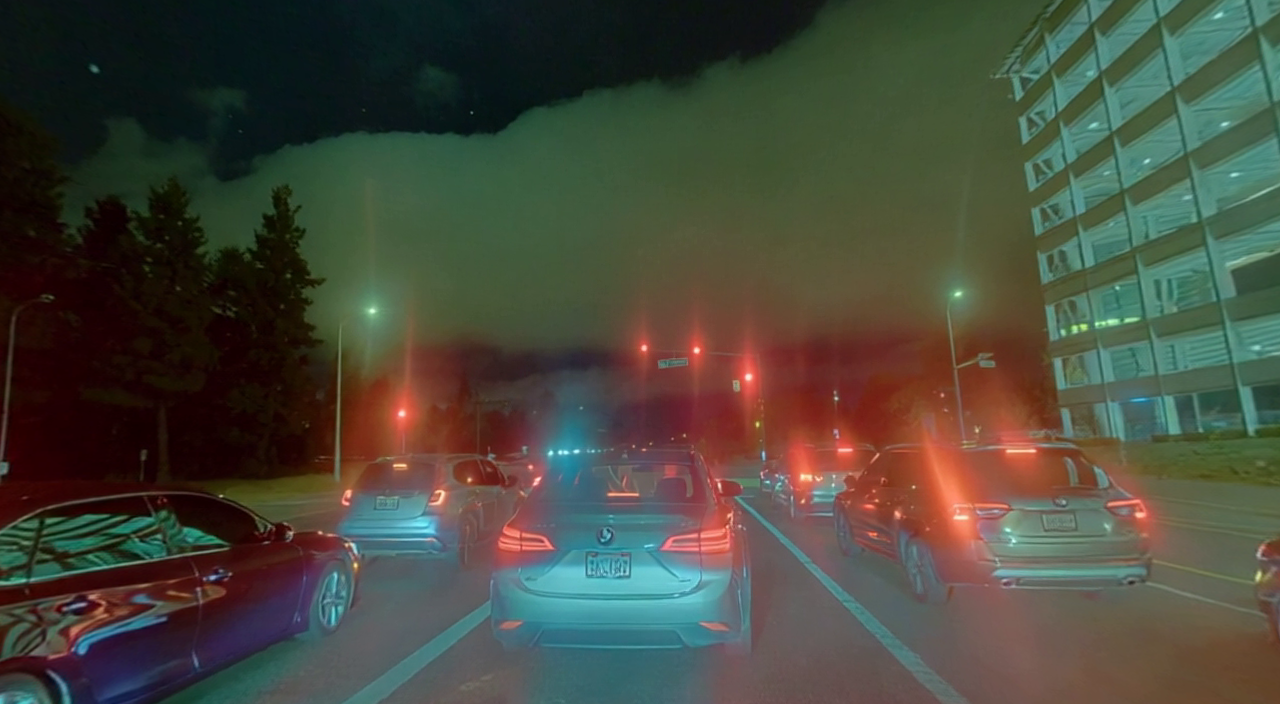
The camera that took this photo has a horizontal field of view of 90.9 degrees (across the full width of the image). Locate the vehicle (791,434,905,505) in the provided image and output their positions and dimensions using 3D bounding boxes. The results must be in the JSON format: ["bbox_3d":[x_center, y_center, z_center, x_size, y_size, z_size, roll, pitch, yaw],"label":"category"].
[{"bbox_3d":[5.319,3.034,16.733,1.994,1.638,4.100,-1,-9,6],"label":"vehicle"}]

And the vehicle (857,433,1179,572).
[{"bbox_3d":[4.894,1.973,9.171,1.963,1.480,4.553,0,-8,2],"label":"vehicle"}]

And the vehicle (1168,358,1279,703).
[{"bbox_3d":[4.057,0.609,1.115,1.993,1.719,4.953,0,-8,1],"label":"vehicle"}]

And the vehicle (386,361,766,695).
[{"bbox_3d":[-0.215,1.237,5.565,2.021,1.742,4.295,-1,-8,4],"label":"vehicle"}]
